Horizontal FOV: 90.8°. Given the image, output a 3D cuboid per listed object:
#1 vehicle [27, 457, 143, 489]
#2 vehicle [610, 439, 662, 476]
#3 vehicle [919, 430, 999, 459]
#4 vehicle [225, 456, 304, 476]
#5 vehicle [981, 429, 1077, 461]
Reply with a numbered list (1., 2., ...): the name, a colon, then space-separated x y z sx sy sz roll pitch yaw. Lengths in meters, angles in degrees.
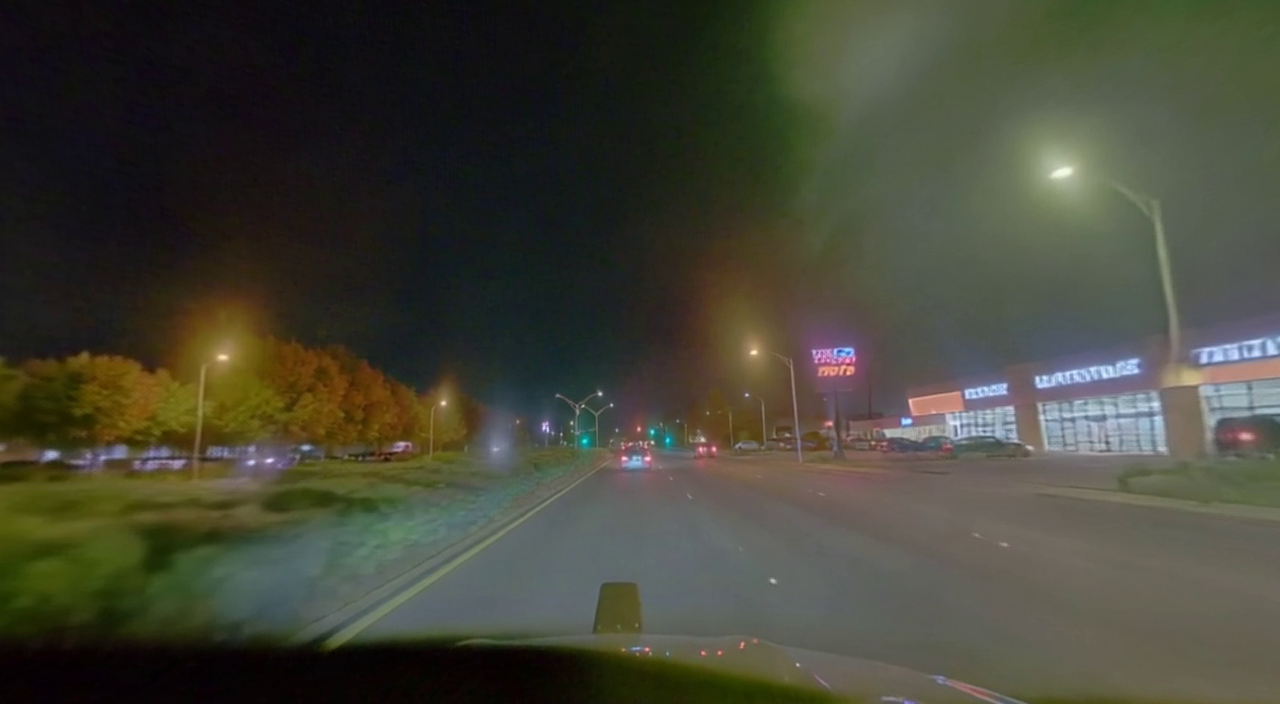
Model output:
1. vehicle: -30.298 6.602 34.586 4.486 1.610 2.020 -1 -8 3
2. vehicle: -0.178 4.602 27.804 2.126 1.475 3.967 0 -8 -1
3. vehicle: 21.345 6.229 42.492 2.015 1.821 4.696 2 -9 -17
4. vehicle: -29.314 8.893 49.409 4.702 1.471 2.215 0 -9 -2
5. vehicle: 21.234 5.128 34.737 2.136 1.603 4.534 0 -9 -4
